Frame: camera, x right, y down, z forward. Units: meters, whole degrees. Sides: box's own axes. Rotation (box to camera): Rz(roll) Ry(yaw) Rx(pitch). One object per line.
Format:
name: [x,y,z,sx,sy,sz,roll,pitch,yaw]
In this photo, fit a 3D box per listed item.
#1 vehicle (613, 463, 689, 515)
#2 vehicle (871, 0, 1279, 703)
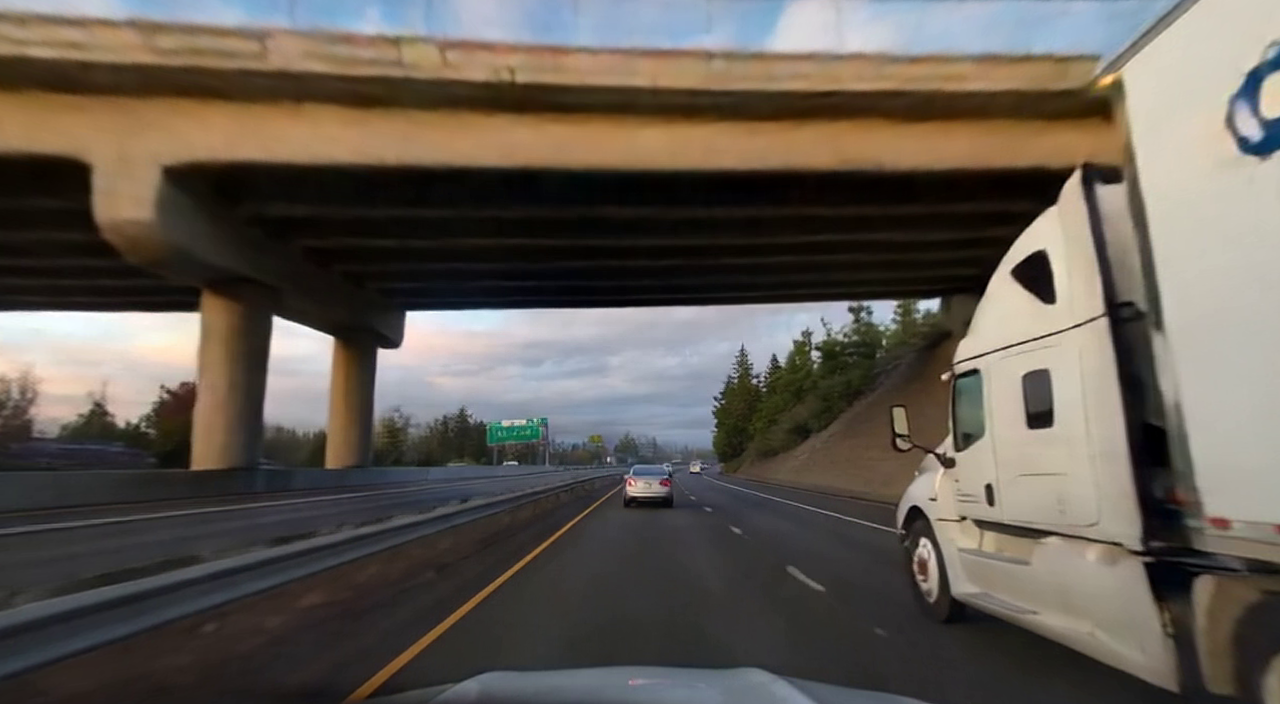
vehicle: [0.328,4.237,19.720,2.156,1.444,3.762,1,-10,0]
vehicle: [4.346,0.339,4.514,3.008,3.920,5.910,1,-10,0]
